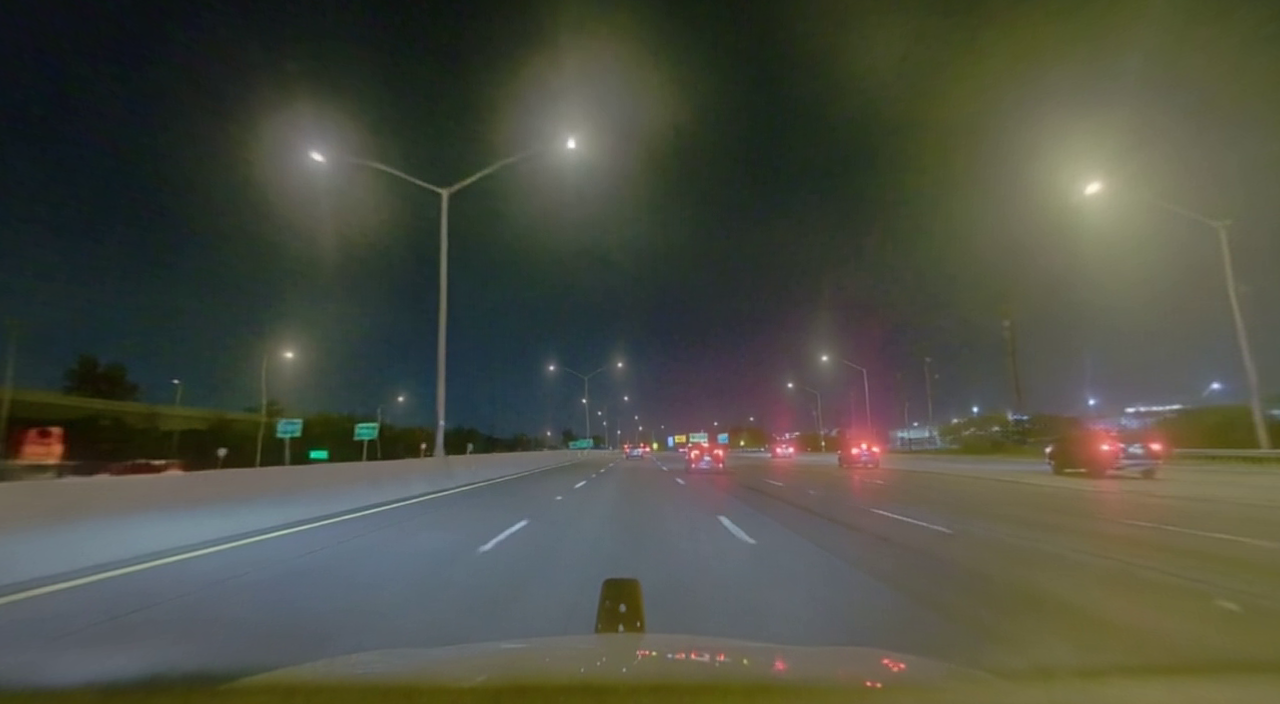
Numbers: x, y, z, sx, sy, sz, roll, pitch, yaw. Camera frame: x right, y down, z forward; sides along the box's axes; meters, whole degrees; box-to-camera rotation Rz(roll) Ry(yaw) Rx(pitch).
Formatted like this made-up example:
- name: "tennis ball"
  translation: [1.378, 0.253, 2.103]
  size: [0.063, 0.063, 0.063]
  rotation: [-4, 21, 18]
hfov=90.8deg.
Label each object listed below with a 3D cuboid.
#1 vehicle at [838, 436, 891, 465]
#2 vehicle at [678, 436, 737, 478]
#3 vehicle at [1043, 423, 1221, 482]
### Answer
- name: "vehicle"
  translation: [15.074, 6.640, 42.729]
  size: [2.070, 1.782, 5.006]
  rotation: [-1, -9, 4]
- name: "vehicle"
  translation: [2.845, 4.558, 27.647]
  size: [1.997, 1.638, 4.281]
  rotation: [0, -9, -1]
- name: "vehicle"
  translation: [17.773, 3.686, 23.349]
  size: [2.190, 1.911, 5.658]
  rotation: [-1, -9, 3]
